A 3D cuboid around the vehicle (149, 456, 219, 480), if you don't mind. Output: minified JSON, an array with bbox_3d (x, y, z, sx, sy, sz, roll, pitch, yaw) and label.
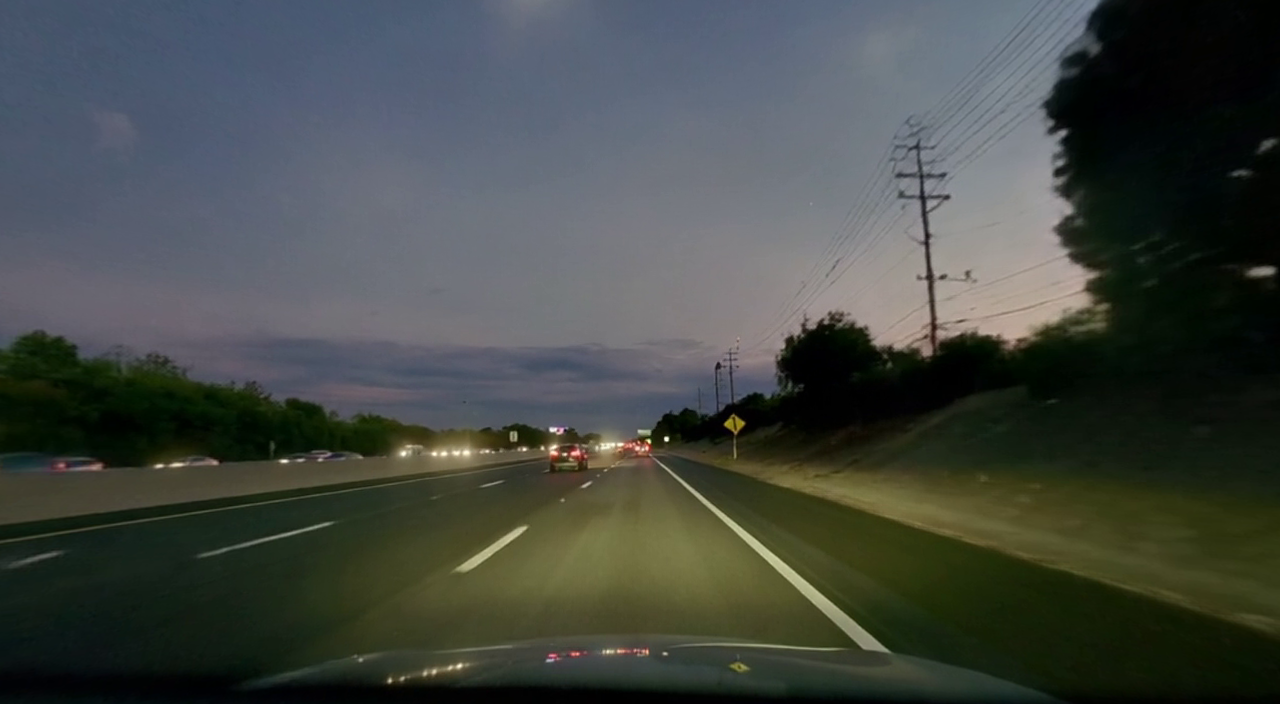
[{"bbox_3d":[-34.460,8.735,47.715,1.922,1.659,4.456,0,-9,0],"label":"vehicle"}]

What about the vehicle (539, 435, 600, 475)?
[{"bbox_3d":[-3.657,5.508,33.808,2.577,1.939,5.408,0,-9,1],"label":"vehicle"}]

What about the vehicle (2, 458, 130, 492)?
[{"bbox_3d":[-28.497,6.099,31.533,1.860,1.499,4.752,0,-9,1],"label":"vehicle"}]
